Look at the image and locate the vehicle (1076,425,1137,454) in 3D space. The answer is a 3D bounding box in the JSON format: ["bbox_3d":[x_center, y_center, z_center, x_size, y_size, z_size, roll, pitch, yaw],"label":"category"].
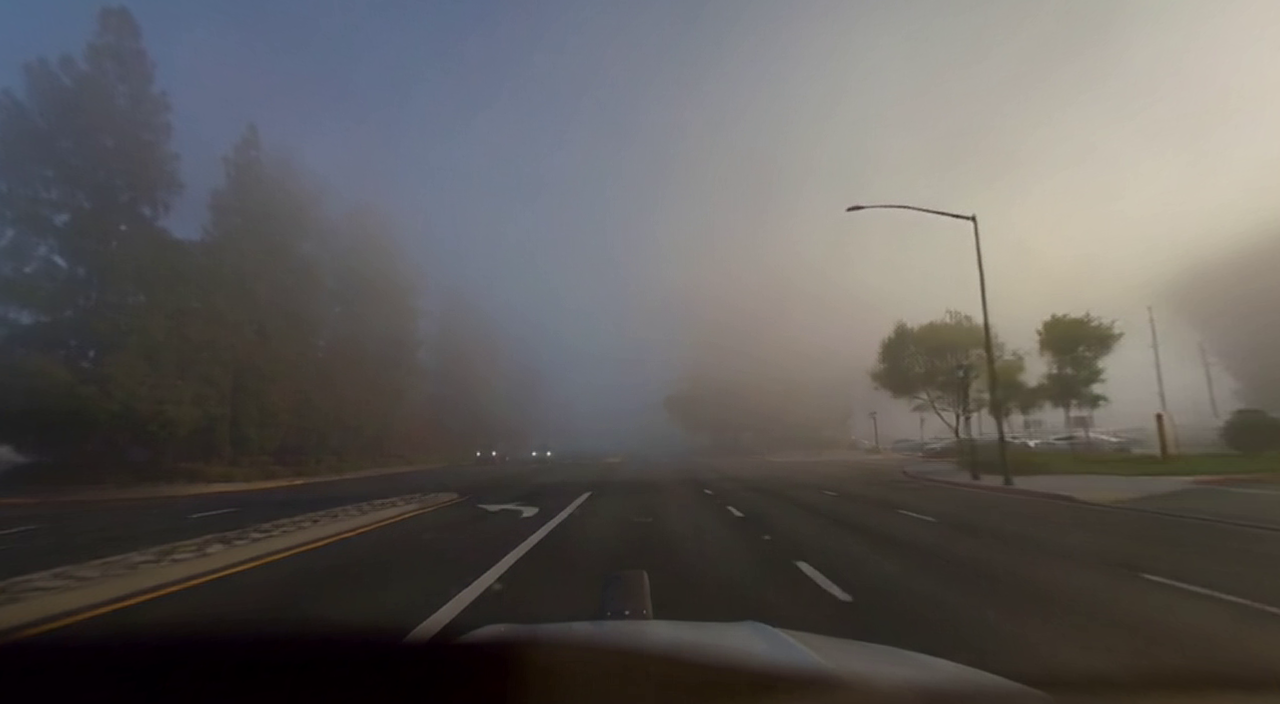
[{"bbox_3d":[36.759,6.897,49.574,5.504,1.957,2.290,3,-10,-39],"label":"vehicle"}]

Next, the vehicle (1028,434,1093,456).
[{"bbox_3d":[29.659,6.571,44.413,4.702,1.464,1.807,5,-10,-30],"label":"vehicle"}]

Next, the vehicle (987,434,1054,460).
[{"bbox_3d":[25.068,6.255,41.468,4.512,1.648,1.938,6,-10,-34],"label":"vehicle"}]
